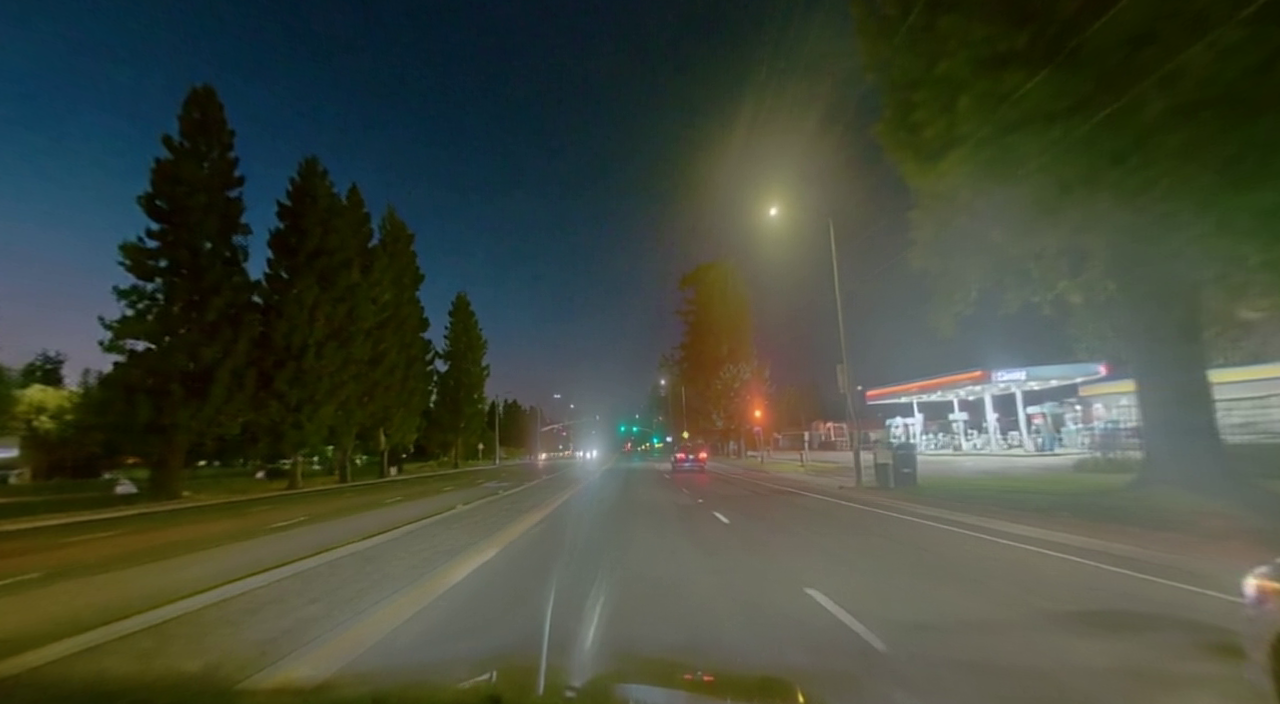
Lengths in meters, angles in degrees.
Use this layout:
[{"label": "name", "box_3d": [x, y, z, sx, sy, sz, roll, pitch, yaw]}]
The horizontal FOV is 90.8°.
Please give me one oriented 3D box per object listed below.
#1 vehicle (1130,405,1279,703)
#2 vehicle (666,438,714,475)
[{"label": "vehicle", "box_3d": [3.529, 0.718, 0.972, 2.061, 1.475, 4.296, 0, -9, 0]}, {"label": "vehicle", "box_3d": [2.653, 5.748, 34.954, 2.115, 1.840, 4.777, 0, -9, -2]}]
